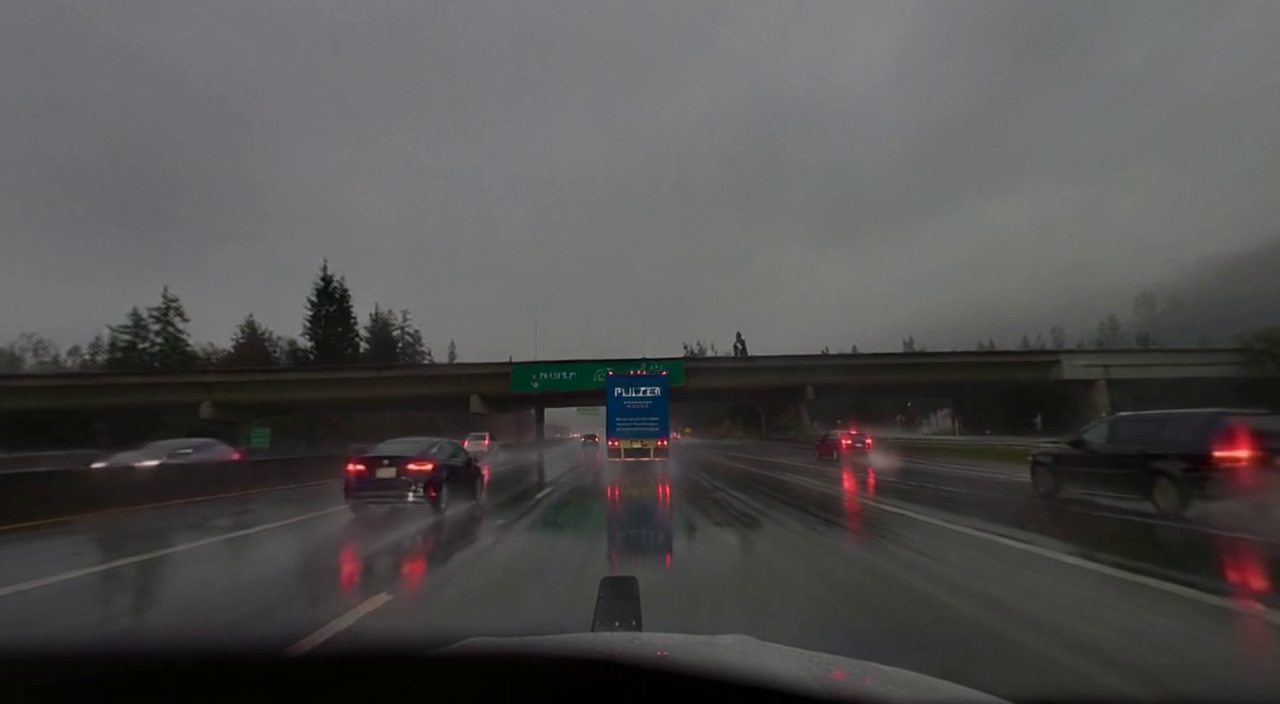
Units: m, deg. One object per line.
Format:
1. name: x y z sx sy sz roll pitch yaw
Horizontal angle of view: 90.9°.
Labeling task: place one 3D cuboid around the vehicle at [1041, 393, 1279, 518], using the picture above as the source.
1. vehicle: 9.976 1.845 11.637 2.052 1.841 4.481 0 -8 -2

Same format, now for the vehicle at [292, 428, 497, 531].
1. vehicle: -3.979 2.101 11.097 1.943 1.446 4.158 0 -8 0

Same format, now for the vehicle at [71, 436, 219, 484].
1. vehicle: -16.662 3.616 21.522 1.800 1.448 4.094 0 -8 -2

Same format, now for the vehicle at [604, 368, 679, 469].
1. vehicle: -0.114 3.390 30.568 2.926 3.959 11.818 0 -8 -2
